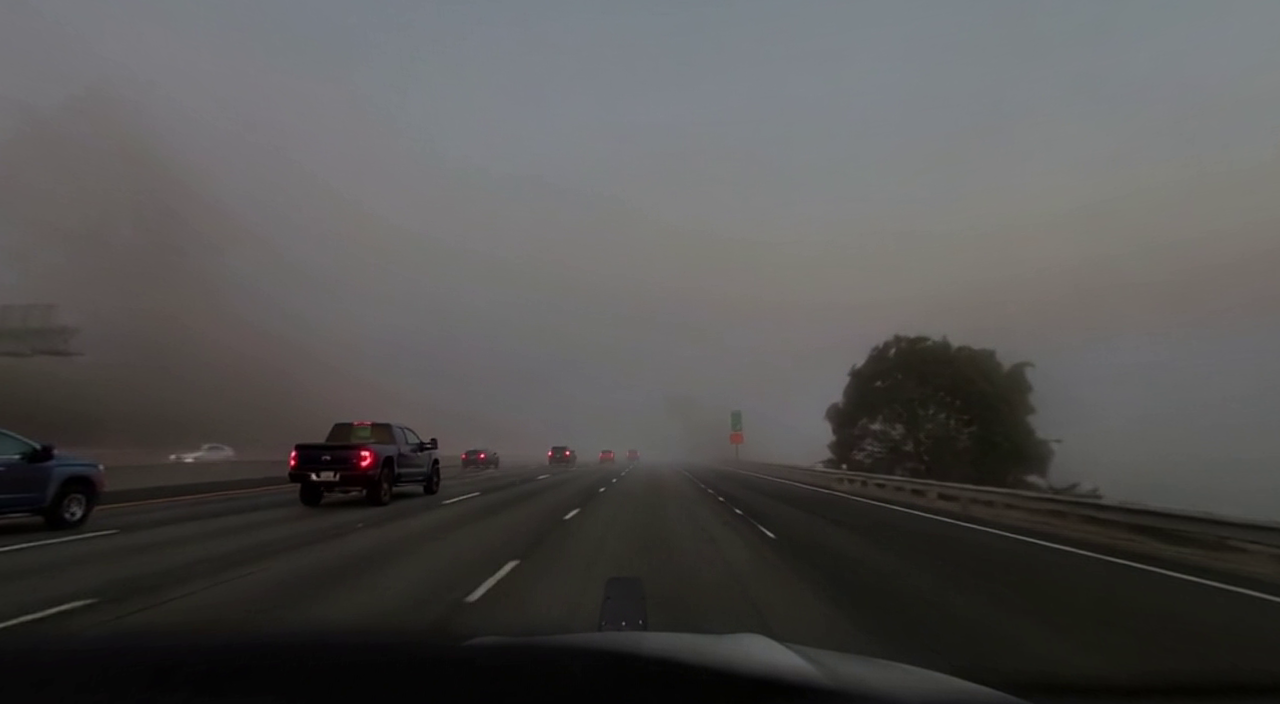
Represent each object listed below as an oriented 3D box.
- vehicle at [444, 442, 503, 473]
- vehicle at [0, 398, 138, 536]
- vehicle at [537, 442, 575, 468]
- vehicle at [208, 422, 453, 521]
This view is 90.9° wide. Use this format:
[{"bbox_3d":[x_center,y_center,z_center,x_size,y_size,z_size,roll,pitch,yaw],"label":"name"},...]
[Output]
[{"bbox_3d":[-9.540,6.082,36.570,2.060,1.662,4.469,0,-8,2],"label":"vehicle"},{"bbox_3d":[-10.293,1.513,8.136,2.576,1.922,6.067,0,-8,1],"label":"vehicle"},{"bbox_3d":[-5.944,7.328,45.136,2.009,1.735,4.358,0,-8,1],"label":"vehicle"},{"bbox_3d":[-6.502,2.608,14.534,2.403,1.773,6.276,0,-8,1],"label":"vehicle"}]
